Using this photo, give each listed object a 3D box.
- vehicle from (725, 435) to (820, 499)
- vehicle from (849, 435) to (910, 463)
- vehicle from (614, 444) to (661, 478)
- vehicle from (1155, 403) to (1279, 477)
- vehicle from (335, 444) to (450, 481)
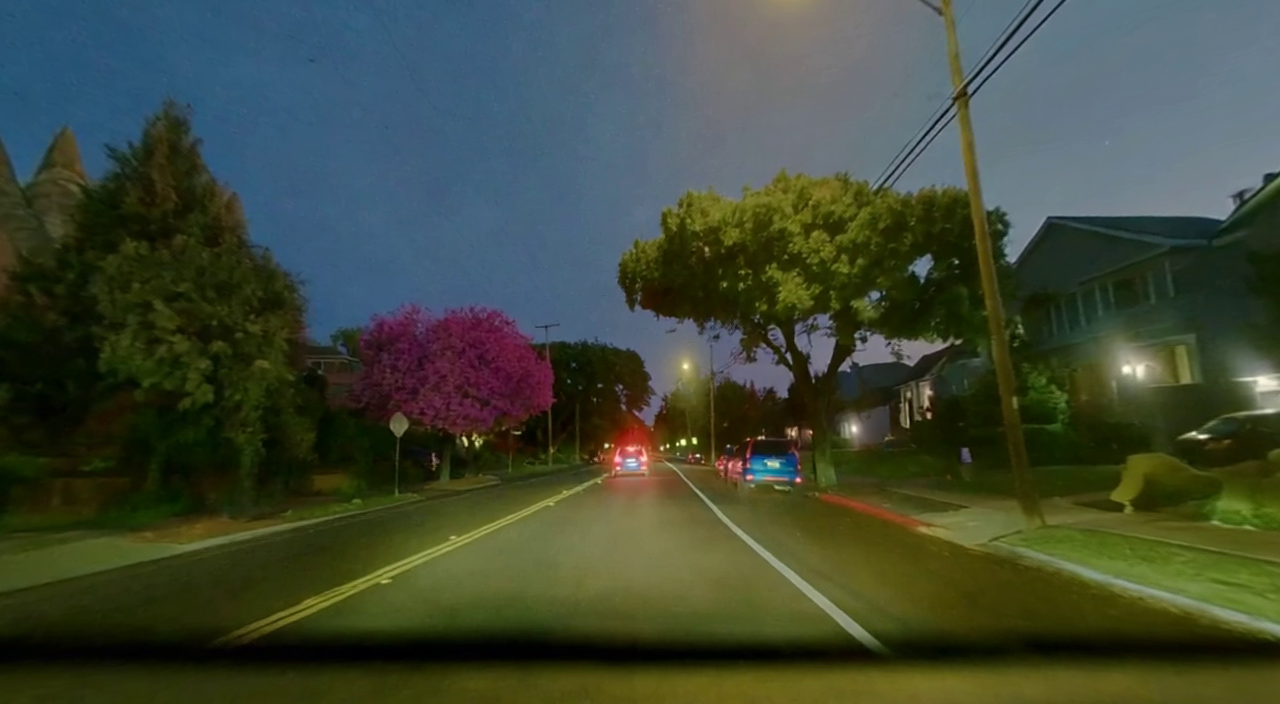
[{"bbox_3d":[4.189,3.701,20.812,2.100,1.830,5.040,0,-8,1],"label":"vehicle"},{"bbox_3d":[15.151,6.162,40.143,1.919,1.677,4.590,0,-8,-3],"label":"vehicle"},{"bbox_3d":[-0.087,5.198,30.240,2.104,1.500,3.815,0,-8,1],"label":"vehicle"},{"bbox_3d":[16.018,2.153,15.434,4.927,1.674,2.025,0,-8,0],"label":"vehicle"},{"bbox_3d":[-15.332,6.881,39.234,6.278,1.911,2.173,-3,-10,1],"label":"vehicle"}]
